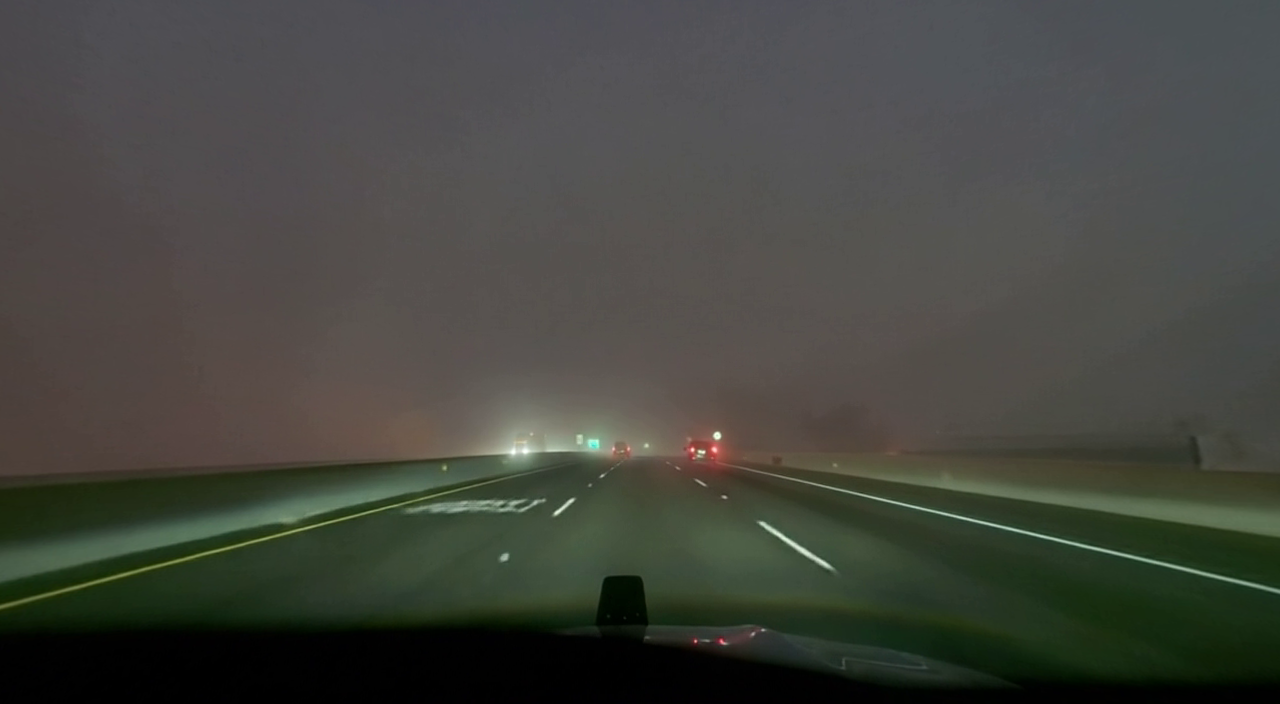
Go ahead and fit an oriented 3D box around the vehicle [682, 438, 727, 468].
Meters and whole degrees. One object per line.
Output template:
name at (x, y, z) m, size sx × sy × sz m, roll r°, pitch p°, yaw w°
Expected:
vehicle at (3.696, 5.899, 36.819) m, size 2.202 × 1.682 × 4.188 m, roll 0°, pitch -8°, yaw 0°
